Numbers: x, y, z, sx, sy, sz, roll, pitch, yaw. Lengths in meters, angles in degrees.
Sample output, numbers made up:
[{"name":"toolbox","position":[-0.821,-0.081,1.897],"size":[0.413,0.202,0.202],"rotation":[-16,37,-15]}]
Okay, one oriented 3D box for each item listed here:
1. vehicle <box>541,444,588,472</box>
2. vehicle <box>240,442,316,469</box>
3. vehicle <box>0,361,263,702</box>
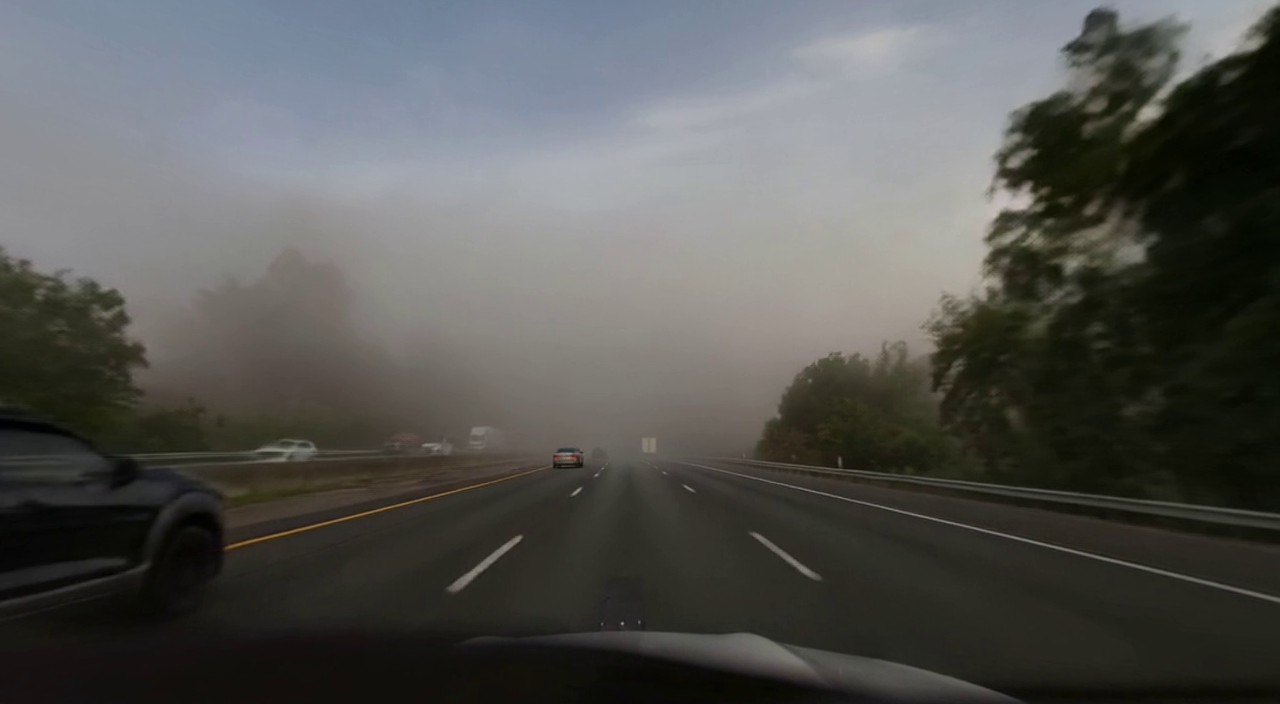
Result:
[{"name":"vehicle","position":[-4.228,6.022,35.922],"size":[2.169,1.473,4.631],"rotation":[0,-9,-1]},{"name":"vehicle","position":[-21.206,6.082,37.135],"size":[1.792,1.455,4.561],"rotation":[0,-9,0]},{"name":"vehicle","position":[-4.221,0.858,2.922],"size":[2.108,1.666,4.558],"rotation":[0,-9,0]}]
